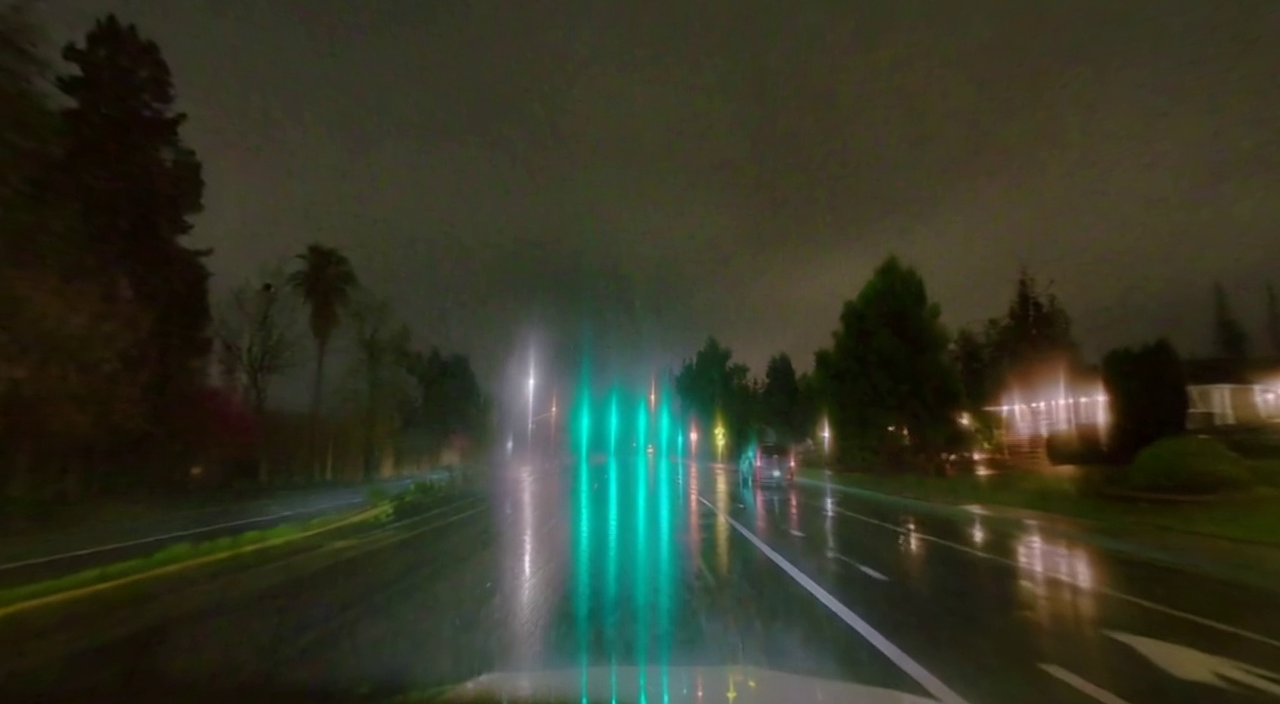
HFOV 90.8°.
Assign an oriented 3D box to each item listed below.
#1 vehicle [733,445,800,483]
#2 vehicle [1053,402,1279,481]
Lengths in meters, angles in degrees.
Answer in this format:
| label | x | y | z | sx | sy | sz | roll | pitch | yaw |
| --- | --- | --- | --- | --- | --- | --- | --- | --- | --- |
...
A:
| label | x | y | z | sx | sy | sz | roll | pitch | yaw |
| --- | --- | --- | --- | --- | --- | --- | --- | --- | --- |
| vehicle | 5.313 | 4.764 | 27.153 | 1.984 | 1.418 | 4.709 | 2 | -9 | 1 |
| vehicle | 15.245 | 2.572 | 18.115 | 5.136 | 1.795 | 2.244 | -3 | -9 | -3 |
